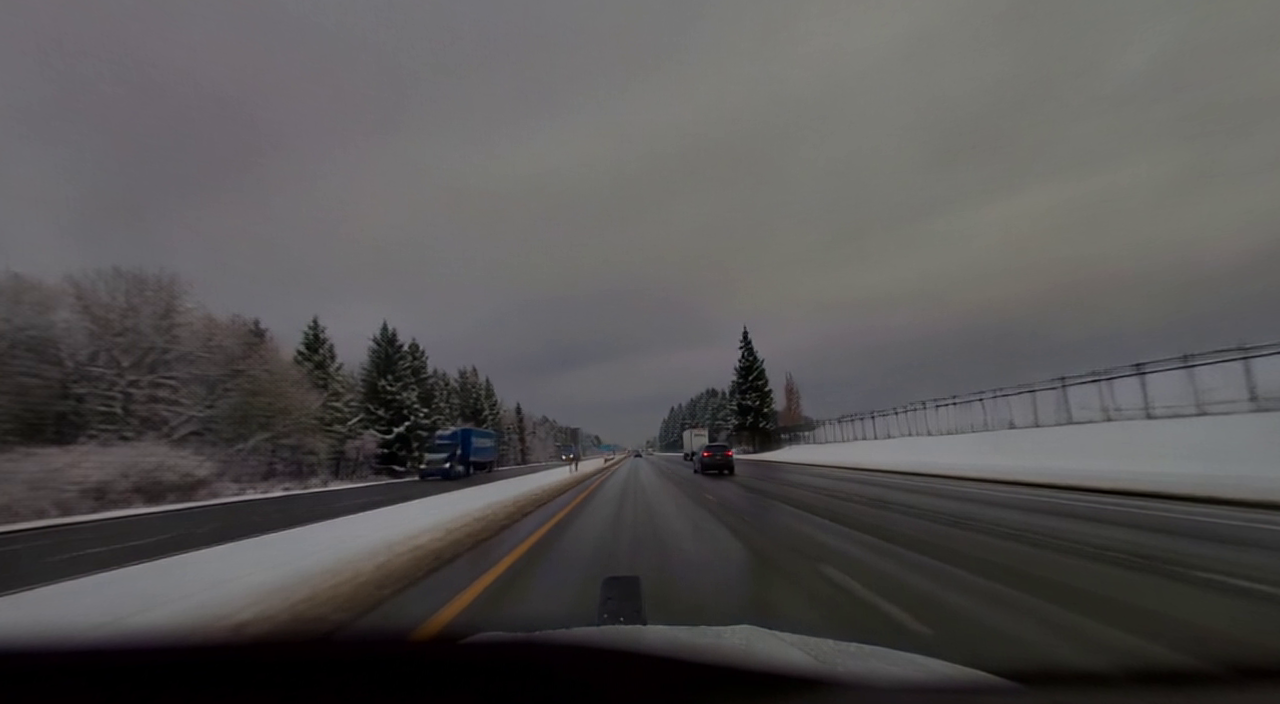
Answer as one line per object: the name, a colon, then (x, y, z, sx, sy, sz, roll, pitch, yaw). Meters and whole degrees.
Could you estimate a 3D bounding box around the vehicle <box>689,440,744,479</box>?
vehicle: (3.696, 5.290, 31.210, 2.093, 1.742, 4.167, 0, -9, -1)
